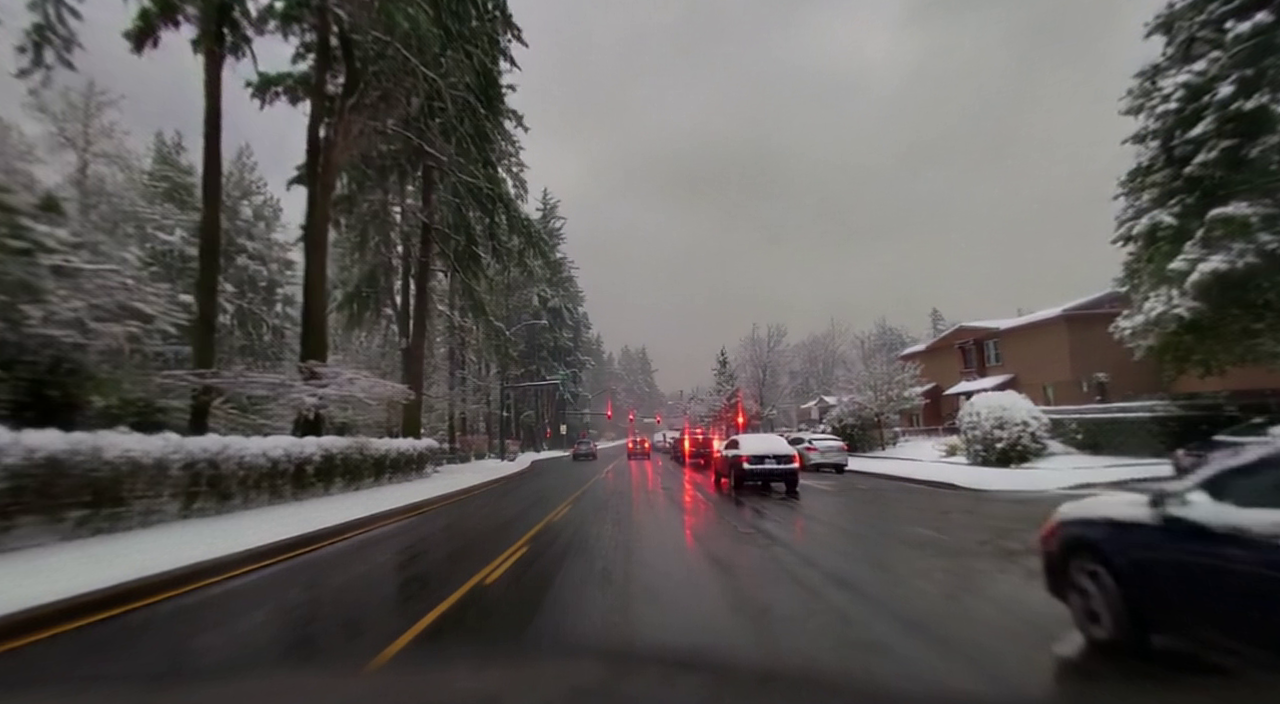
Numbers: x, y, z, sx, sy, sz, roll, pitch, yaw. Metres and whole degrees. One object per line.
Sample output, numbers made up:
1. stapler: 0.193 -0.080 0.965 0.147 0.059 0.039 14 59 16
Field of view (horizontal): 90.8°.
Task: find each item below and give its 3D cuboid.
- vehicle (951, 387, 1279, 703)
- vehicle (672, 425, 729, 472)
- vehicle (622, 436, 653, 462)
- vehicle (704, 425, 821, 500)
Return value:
1. vehicle: 3.774 0.940 2.859 2.165 1.513 4.911 0 -8 -1
2. vehicle: 2.874 4.798 31.467 2.268 2.090 6.113 0 -8 0
3. vehicle: -0.171 6.648 43.496 2.052 1.693 4.554 0 -8 0
4. vehicle: 3.060 2.877 16.880 2.041 1.688 4.717 0 -8 -2
